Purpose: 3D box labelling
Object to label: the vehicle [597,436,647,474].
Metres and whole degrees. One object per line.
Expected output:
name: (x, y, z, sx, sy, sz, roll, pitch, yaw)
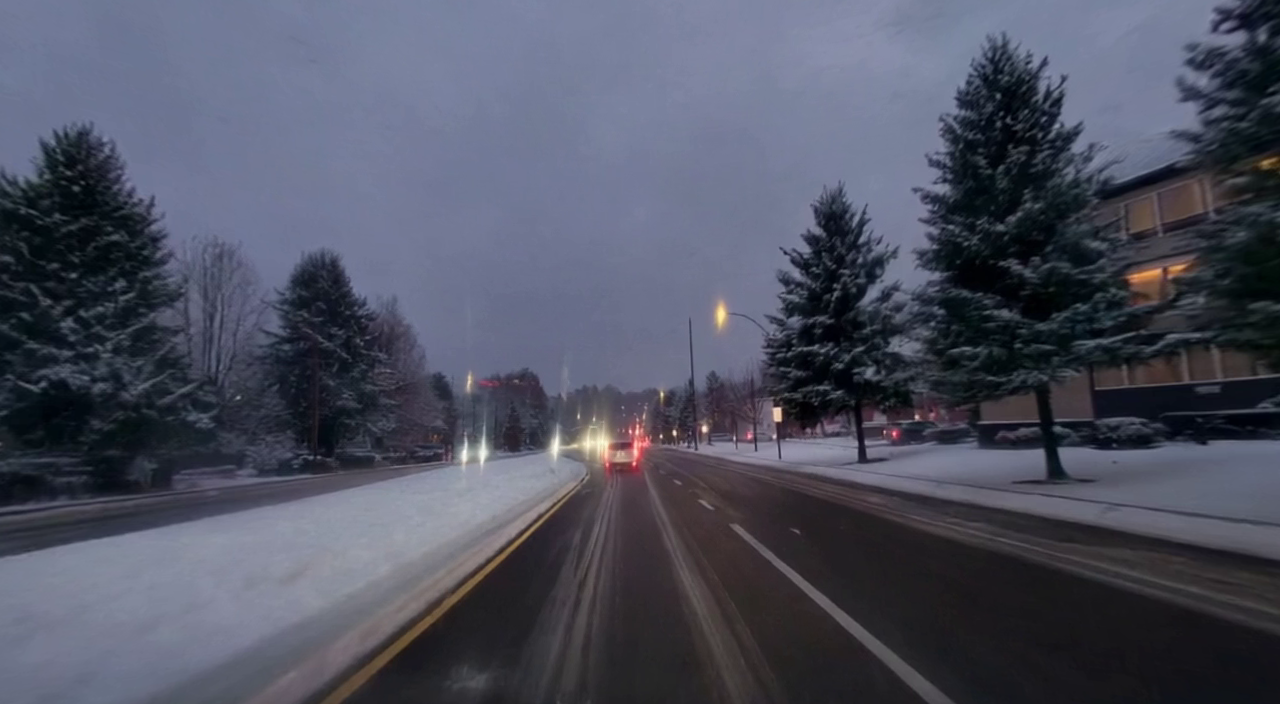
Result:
vehicle: (-0.875, 4.846, 29.985, 2.181, 1.639, 4.127, 0, -9, -2)
